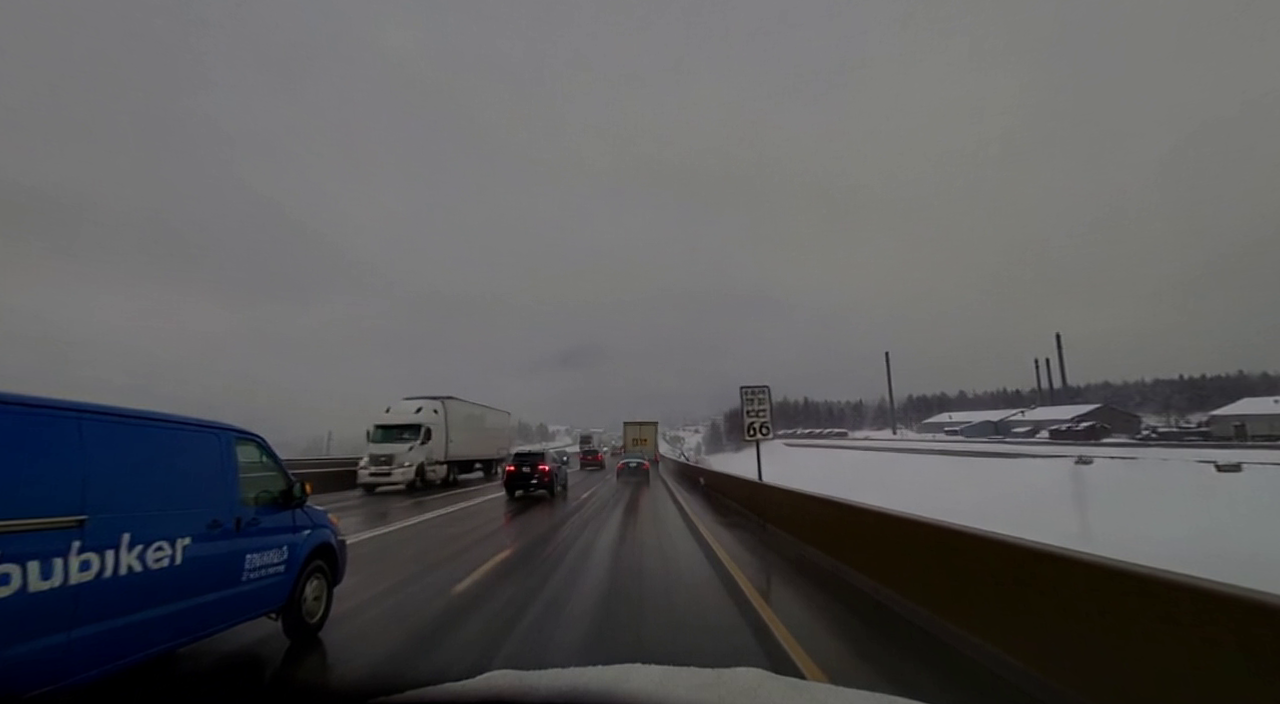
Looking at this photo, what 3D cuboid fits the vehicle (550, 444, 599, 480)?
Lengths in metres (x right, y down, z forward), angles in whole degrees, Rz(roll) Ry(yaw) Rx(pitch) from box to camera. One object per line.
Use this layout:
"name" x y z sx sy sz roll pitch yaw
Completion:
"vehicle" -3.176 5.428 31.441 1.994 1.663 4.047 0 -9 0

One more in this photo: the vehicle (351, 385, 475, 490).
"vehicle" -9.900 3.900 28.483 3.178 4.169 6.323 0 -9 0

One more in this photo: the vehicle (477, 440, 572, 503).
"vehicle" -3.212 3.402 18.382 1.937 1.600 4.141 0 -9 1

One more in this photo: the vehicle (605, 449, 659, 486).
"vehicle" -0.323 4.781 26.500 2.095 1.393 3.908 0 -9 -1

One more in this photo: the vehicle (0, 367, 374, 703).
"vehicle" -3.339 1.035 3.064 2.117 1.688 4.582 0 -9 -1
